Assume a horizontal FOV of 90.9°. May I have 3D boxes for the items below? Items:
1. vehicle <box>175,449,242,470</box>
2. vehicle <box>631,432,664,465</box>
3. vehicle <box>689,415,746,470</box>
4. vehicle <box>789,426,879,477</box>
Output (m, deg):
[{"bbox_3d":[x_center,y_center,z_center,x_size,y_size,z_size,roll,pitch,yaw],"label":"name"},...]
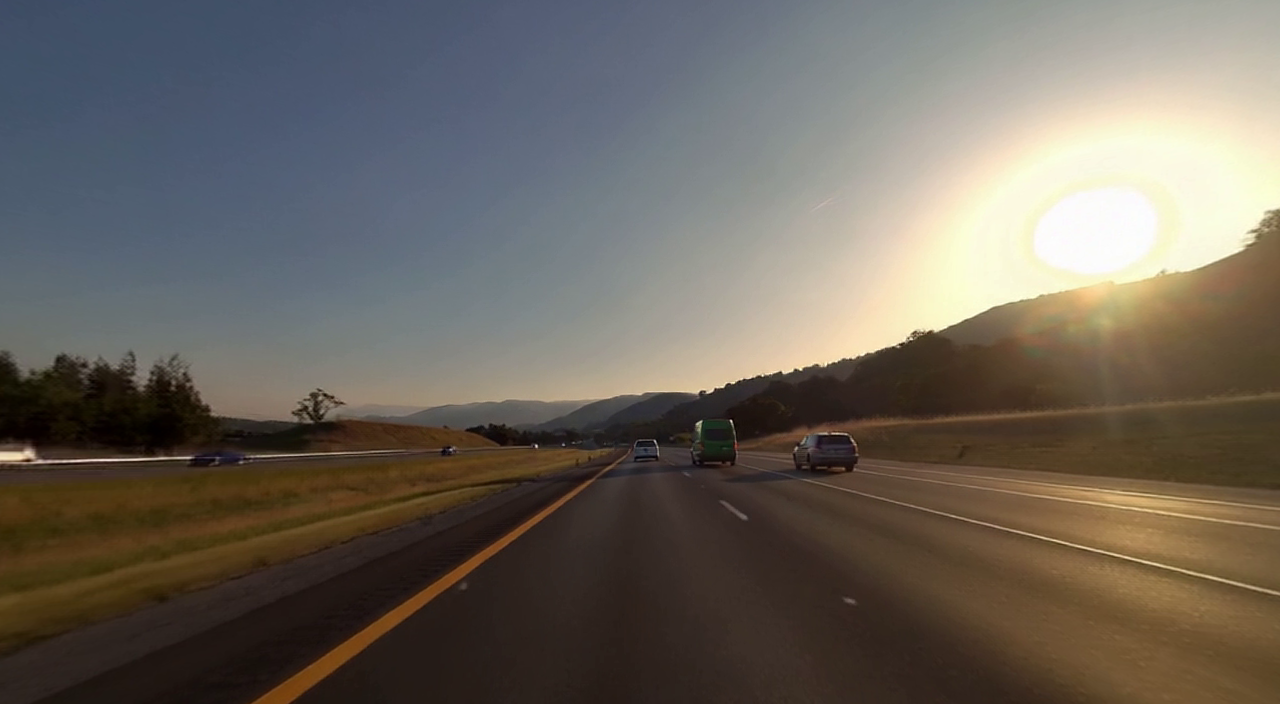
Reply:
[{"bbox_3d":[-31.879,7.909,46.765,1.795,1.448,4.524,0,-8,0],"label":"vehicle"},{"bbox_3d":[0.487,6.703,43.921,2.131,2.122,4.473,0,-8,0],"label":"vehicle"},{"bbox_3d":[4.044,4.904,34.235,2.302,2.670,6.176,0,-8,0],"label":"vehicle"},{"bbox_3d":[8.089,4.213,26.892,2.240,1.925,4.854,0,-8,0],"label":"vehicle"}]
